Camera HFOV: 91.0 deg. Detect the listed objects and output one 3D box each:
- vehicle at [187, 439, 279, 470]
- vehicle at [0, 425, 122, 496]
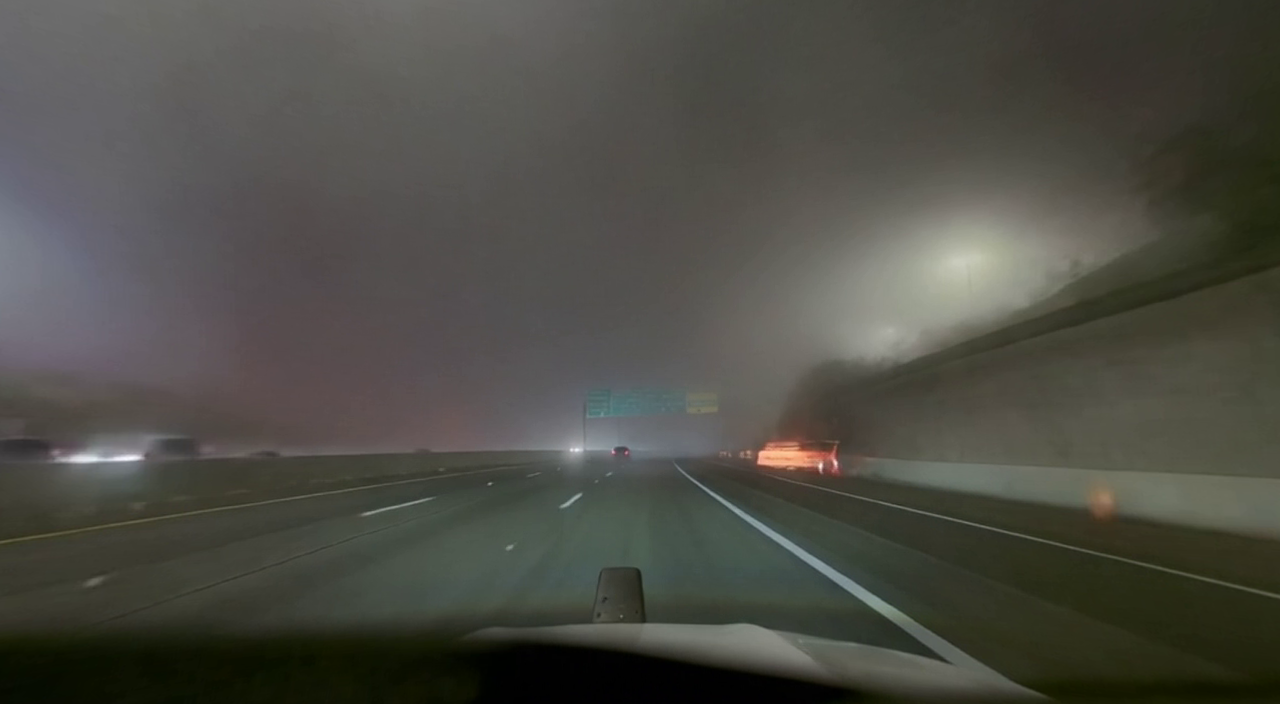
[{"bbox_3d":[-26.311,6.644,40.993,2.248,1.848,5.472,0,-9,1],"label":"vehicle"},{"bbox_3d":[-16.151,2.716,15.845,2.081,1.656,4.819,0,-9,0],"label":"vehicle"}]
